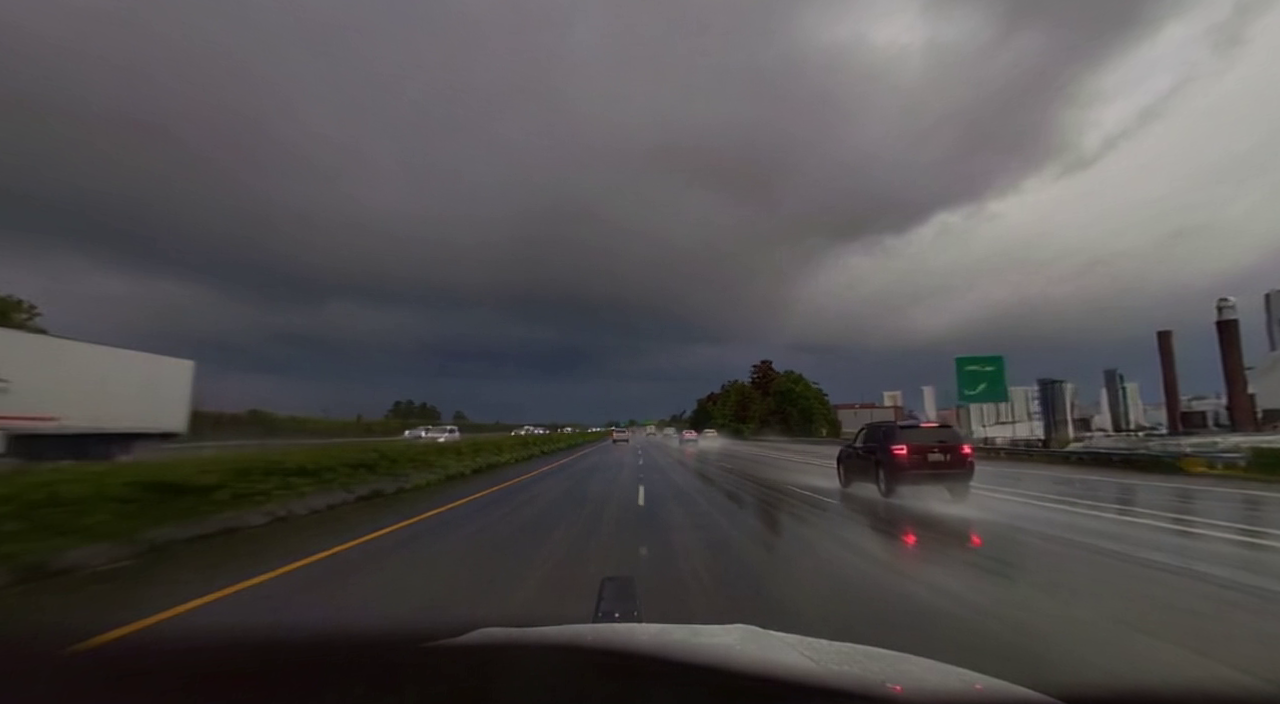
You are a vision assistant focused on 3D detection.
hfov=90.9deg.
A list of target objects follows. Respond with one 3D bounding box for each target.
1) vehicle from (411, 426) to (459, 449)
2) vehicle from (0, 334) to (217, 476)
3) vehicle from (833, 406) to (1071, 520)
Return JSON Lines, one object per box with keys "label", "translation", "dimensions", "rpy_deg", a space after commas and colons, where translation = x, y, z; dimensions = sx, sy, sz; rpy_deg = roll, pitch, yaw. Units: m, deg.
{"label": "vehicle", "translation": [-14.092, 5.928, 43.545], "dimensions": [1.917, 1.523, 4.300], "rpy_deg": [0, -8, 0]}
{"label": "vehicle", "translation": [-18.172, 1.931, 20.949], "dimensions": [2.889, 3.887, 7.435], "rpy_deg": [0, -8, 0]}
{"label": "vehicle", "translation": [5.146, 1.884, 11.225], "dimensions": [2.022, 1.637, 4.229], "rpy_deg": [0, -8, -1]}
